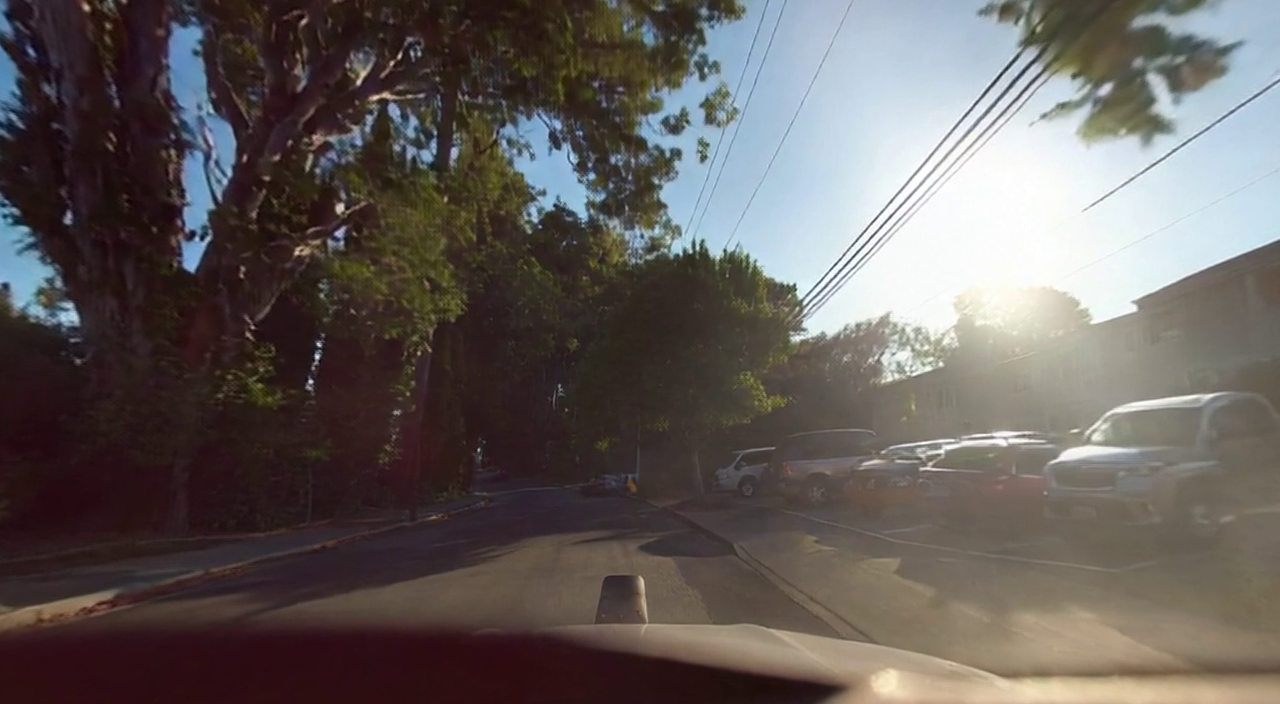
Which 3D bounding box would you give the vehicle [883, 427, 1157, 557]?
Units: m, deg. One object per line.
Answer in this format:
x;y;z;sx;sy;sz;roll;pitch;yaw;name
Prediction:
6.942;2.359;11.559;4.444;1.902;2.099;3;-7;-26;vehicle

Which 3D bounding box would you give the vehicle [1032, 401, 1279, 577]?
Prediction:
8.226;1.842;9.065;4.780;1.984;1.896;4;-10;-23;vehicle
